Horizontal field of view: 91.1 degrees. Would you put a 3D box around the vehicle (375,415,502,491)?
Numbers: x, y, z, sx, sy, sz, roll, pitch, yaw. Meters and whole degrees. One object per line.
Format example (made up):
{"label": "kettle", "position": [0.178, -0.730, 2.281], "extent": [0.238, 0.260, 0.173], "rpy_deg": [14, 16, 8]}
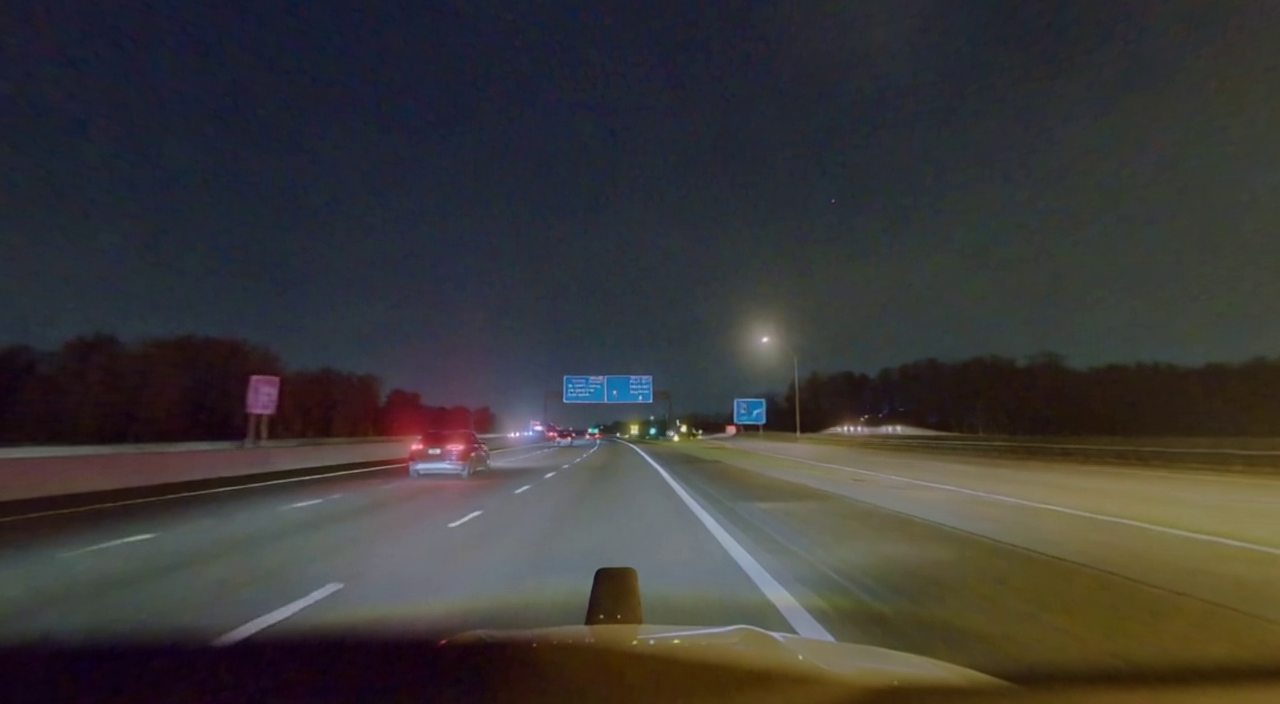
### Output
{"label": "vehicle", "position": [-5.074, 2.593, 16.506], "extent": [2.007, 1.727, 4.040], "rpy_deg": [0, -8, 0]}
